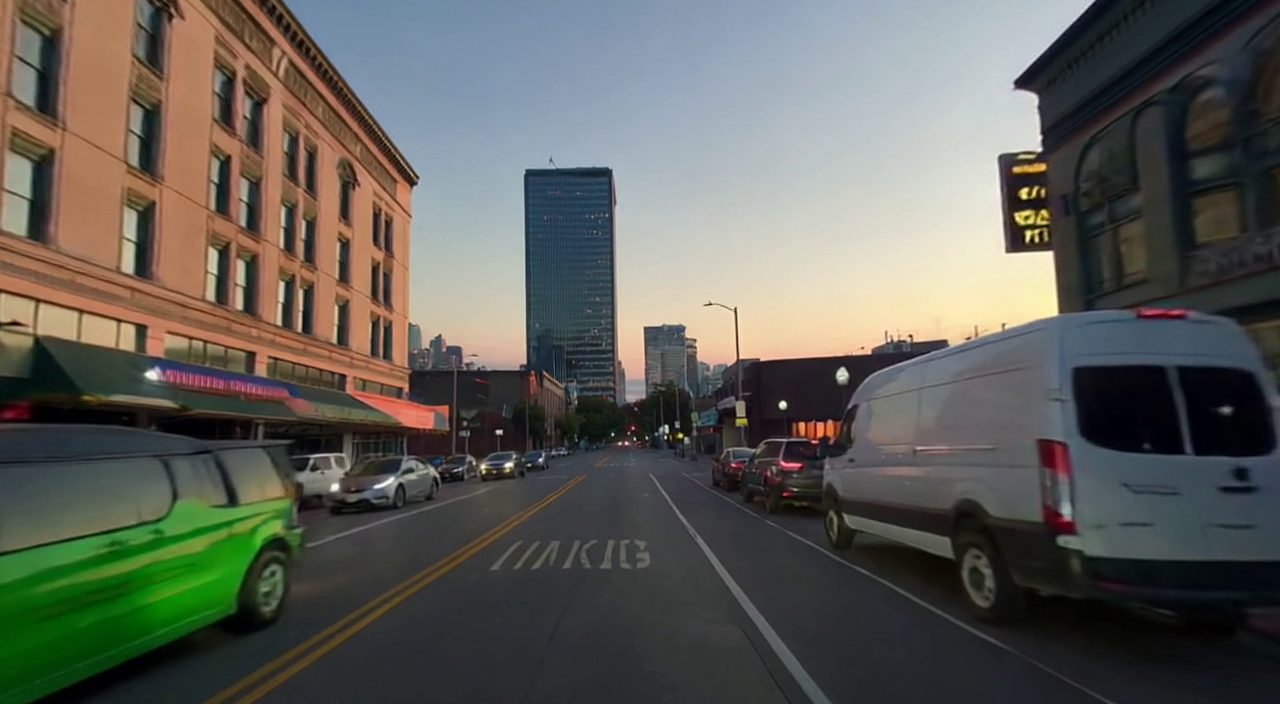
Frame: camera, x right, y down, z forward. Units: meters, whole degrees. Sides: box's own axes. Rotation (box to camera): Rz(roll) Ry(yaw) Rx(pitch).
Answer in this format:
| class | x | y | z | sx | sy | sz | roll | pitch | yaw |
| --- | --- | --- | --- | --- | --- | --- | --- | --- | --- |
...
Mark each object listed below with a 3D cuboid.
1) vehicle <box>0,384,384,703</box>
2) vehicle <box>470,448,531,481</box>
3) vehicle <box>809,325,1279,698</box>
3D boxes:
| class | x | y | z | sx | sy | sz | roll | pitch | yaw |
| --- | --- | --- | --- | --- | --- | --- | --- | --- | --- |
| vehicle | -3.282 | 1.101 | 3.475 | 2.024 | 1.579 | 4.300 | 0 | -8 | -2 |
| vehicle | -6.899 | 5.594 | 31.838 | 1.993 | 1.484 | 4.812 | 0 | -8 | 0 |
| vehicle | 3.749 | 1.319 | 6.588 | 2.215 | 2.177 | 5.608 | 0 | -8 | -2 |
